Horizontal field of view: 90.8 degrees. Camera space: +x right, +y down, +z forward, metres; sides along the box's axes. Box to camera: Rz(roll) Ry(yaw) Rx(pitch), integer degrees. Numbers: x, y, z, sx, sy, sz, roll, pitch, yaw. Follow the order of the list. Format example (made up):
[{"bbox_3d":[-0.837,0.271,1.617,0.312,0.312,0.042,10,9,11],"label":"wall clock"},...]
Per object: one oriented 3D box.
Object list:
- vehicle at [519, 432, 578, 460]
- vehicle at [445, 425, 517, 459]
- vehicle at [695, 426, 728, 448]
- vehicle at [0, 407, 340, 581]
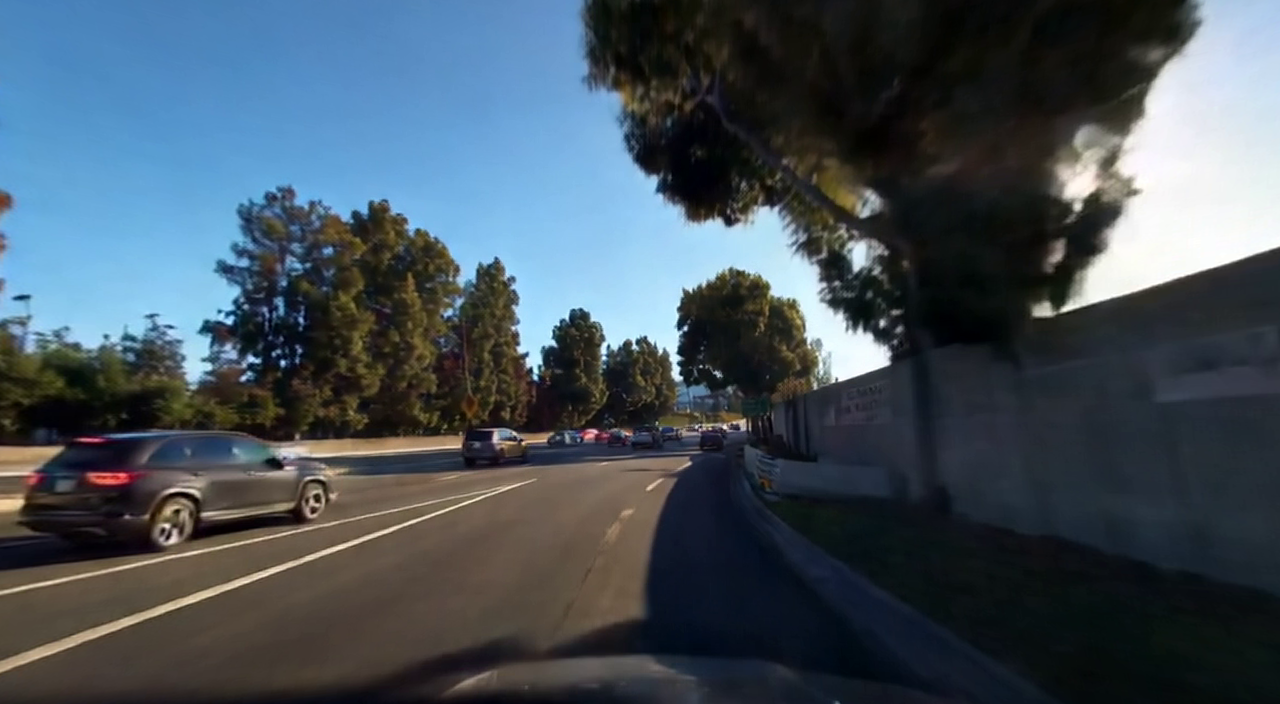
[{"bbox_3d":[-5.032,5.233,35.351,1.860,1.442,4.332,-2,-8,12],"label":"vehicle"},{"bbox_3d":[-8.934,5.128,35.904,2.089,1.736,4.662,-2,-8,12],"label":"vehicle"},{"bbox_3d":[5.629,6.716,49.555,2.012,1.622,4.166,-2,-9,13],"label":"vehicle"},{"bbox_3d":[-6.468,1.704,8.498,2.082,1.638,4.644,-2,-8,8],"label":"vehicle"}]
